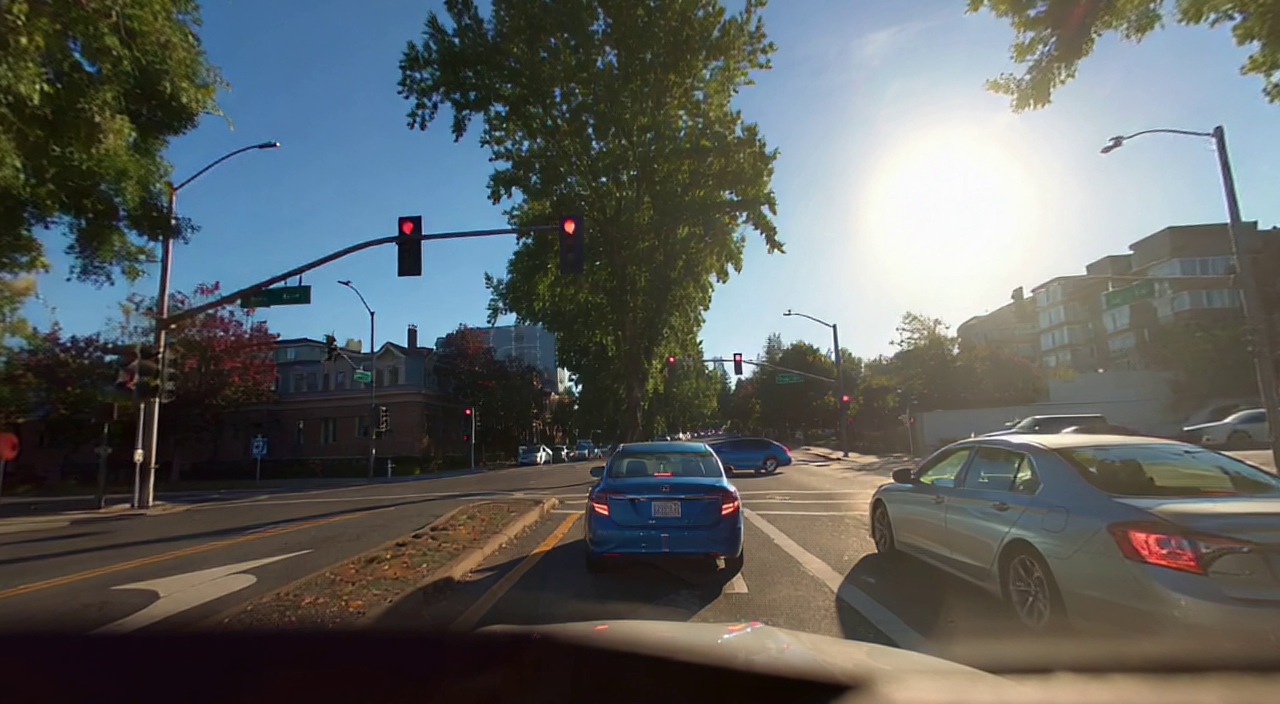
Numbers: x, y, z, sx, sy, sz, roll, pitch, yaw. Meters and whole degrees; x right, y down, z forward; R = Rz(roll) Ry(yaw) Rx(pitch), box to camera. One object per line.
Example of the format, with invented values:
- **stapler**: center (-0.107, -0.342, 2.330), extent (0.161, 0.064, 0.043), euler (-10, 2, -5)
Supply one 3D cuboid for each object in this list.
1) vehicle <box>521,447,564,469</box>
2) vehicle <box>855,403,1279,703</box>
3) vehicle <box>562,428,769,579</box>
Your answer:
- **vehicle**: center (-6.939, 7.580, 45.304), extent (2.093, 1.476, 4.278), euler (-1, -9, 4)
- **vehicle**: center (3.649, 1.341, 5.437), extent (1.888, 1.486, 4.681), euler (0, -9, -1)
- **vehicle**: center (0.294, 1.820, 8.326), extent (2.090, 1.505, 3.756), euler (-1, -9, 1)
